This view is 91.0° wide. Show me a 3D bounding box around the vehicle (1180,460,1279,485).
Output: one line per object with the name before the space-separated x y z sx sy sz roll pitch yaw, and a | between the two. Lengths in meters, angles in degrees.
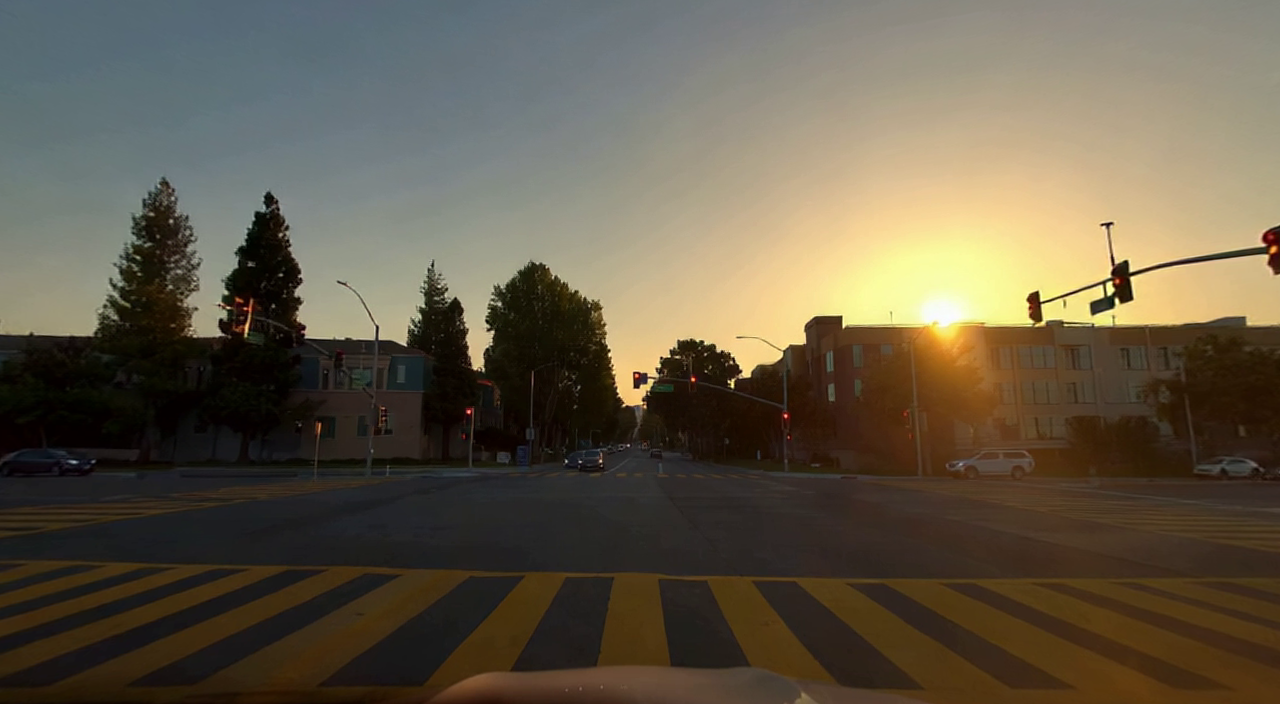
vehicle | 36.230 7.316 38.295 4.976 1.428 1.929 0 -9 -2

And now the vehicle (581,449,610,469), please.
vehicle | -3.441 8.358 49.217 1.908 1.441 4.142 0 -8 1

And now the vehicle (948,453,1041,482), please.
vehicle | 21.108 6.879 37.582 4.447 1.623 1.801 0 -9 -3

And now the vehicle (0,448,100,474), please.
vehicle | -35.129 6.420 37.187 4.741 1.447 1.807 0 -9 0
